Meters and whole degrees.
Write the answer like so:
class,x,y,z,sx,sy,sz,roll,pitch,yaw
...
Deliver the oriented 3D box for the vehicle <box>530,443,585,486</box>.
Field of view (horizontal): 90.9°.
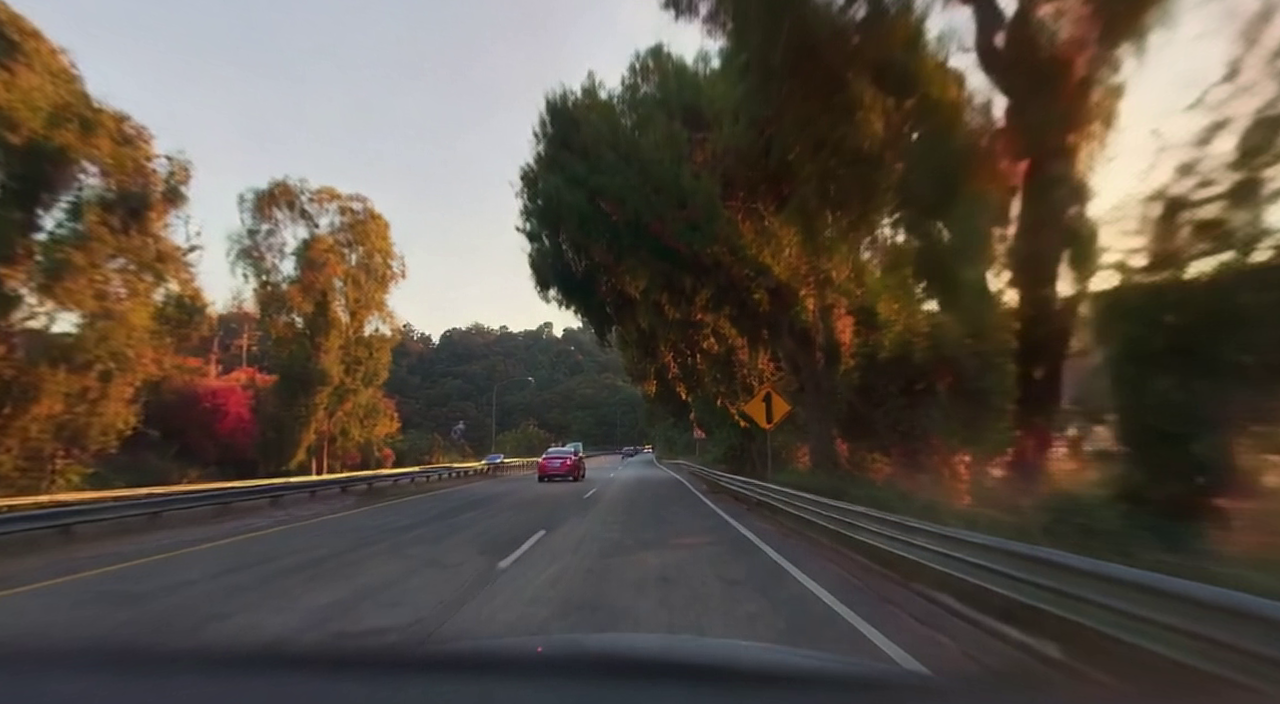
class,x,y,z,sx,sy,sz,roll,pitch,yaw
vehicle,-3.178,4.403,24.912,1.675,1.537,3.574,0,-9,1
